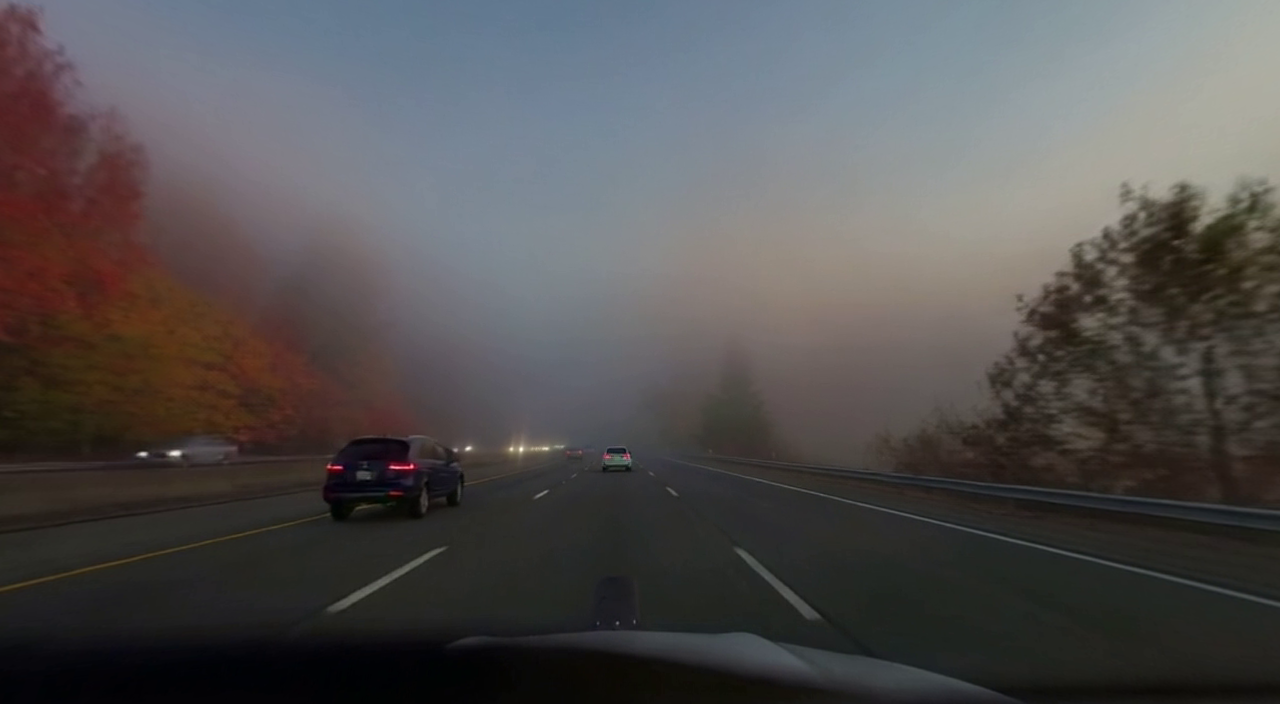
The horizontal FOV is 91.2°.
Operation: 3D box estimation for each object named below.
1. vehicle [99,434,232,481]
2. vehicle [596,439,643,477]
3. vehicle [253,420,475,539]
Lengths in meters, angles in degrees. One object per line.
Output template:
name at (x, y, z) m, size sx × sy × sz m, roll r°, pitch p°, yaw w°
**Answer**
vehicle at (-18.763, 4.207, 25.081) m, size 1.960 × 1.677 × 4.332 m, roll 0°, pitch -9°, yaw -1°
vehicle at (-0.980, 5.102, 30.388) m, size 2.115 × 1.661 × 4.049 m, roll 0°, pitch -9°, yaw -2°
vehicle at (-4.625, 2.219, 11.509) m, size 1.974 × 1.688 × 4.727 m, roll 0°, pitch -9°, yaw -1°
